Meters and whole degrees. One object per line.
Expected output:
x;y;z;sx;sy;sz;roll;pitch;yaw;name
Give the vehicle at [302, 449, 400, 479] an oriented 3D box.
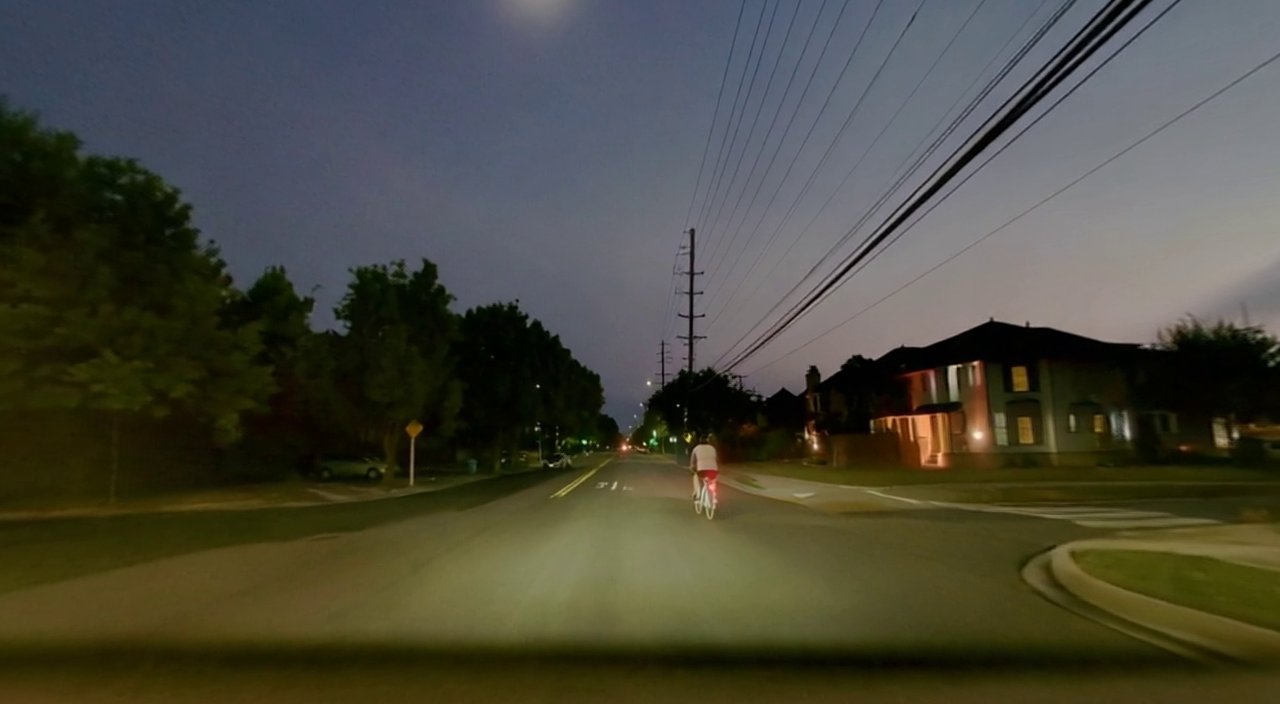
-14.669;5.695;32.239;4.143;1.480;1.755;0;-9;-2;vehicle
